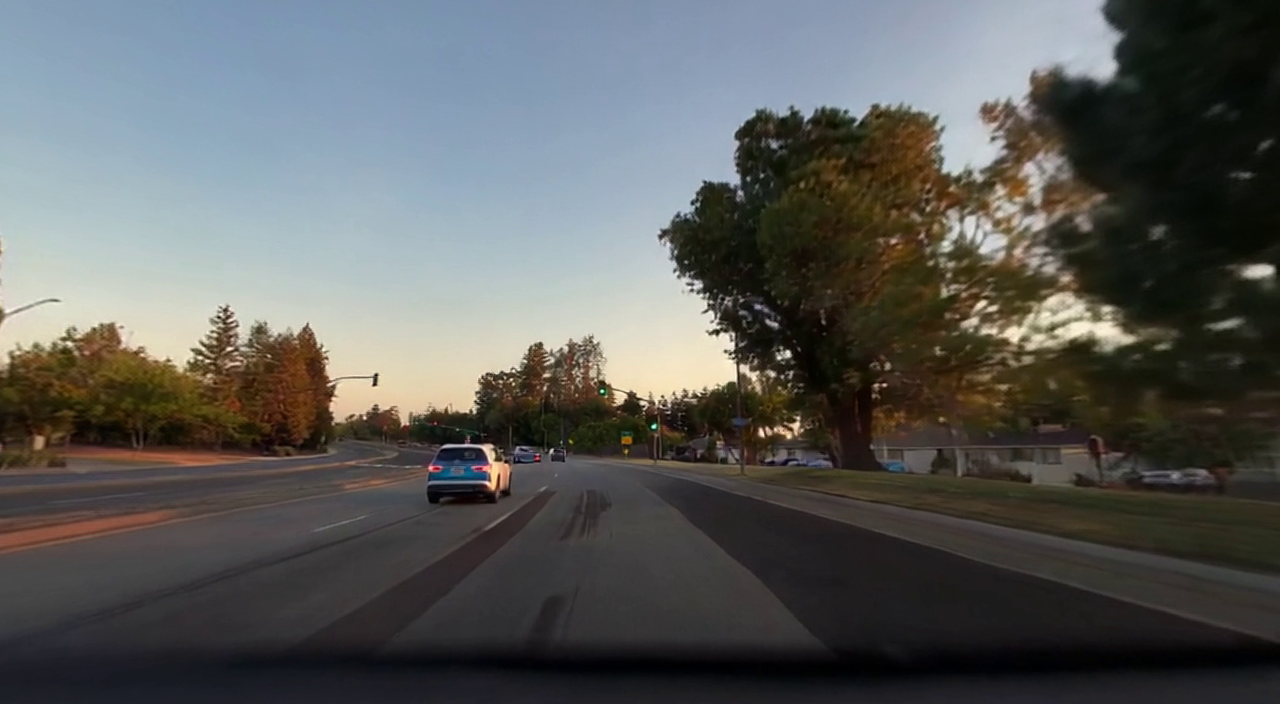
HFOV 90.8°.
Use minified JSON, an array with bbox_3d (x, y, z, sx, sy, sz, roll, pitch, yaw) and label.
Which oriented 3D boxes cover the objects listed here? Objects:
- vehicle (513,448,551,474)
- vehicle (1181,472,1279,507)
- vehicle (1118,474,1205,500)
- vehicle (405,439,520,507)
[{"bbox_3d":[-6.518,6.572,38.406,1.904,1.476,3.736,0,-8,-5],"label":"vehicle"},{"bbox_3d":[36.132,8.200,38.007,1.953,1.686,5.424,1,-8,-6],"label":"vehicle"},{"bbox_3d":[35.570,9.204,43.245,1.792,1.475,4.462,1,-8,-8],"label":"vehicle"},{"bbox_3d":[-4.760,3.288,17.710,2.098,1.613,4.606,0,-8,-3],"label":"vehicle"}]
